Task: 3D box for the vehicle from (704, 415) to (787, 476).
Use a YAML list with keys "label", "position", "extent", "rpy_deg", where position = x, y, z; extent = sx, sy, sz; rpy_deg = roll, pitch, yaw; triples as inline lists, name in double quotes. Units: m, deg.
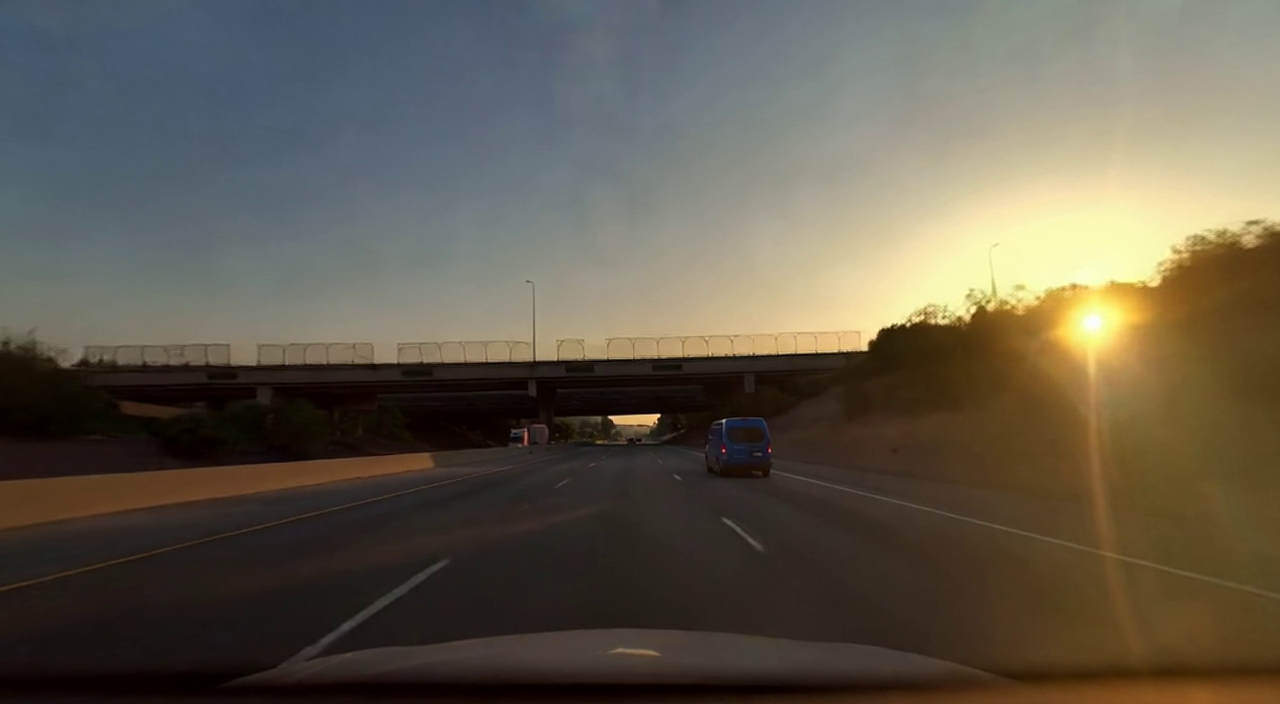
- label: "vehicle"
  position: [3.772, 3.478, 23.524]
  extent: [2.161, 2.002, 4.631]
  rpy_deg: [0, -8, -2]
